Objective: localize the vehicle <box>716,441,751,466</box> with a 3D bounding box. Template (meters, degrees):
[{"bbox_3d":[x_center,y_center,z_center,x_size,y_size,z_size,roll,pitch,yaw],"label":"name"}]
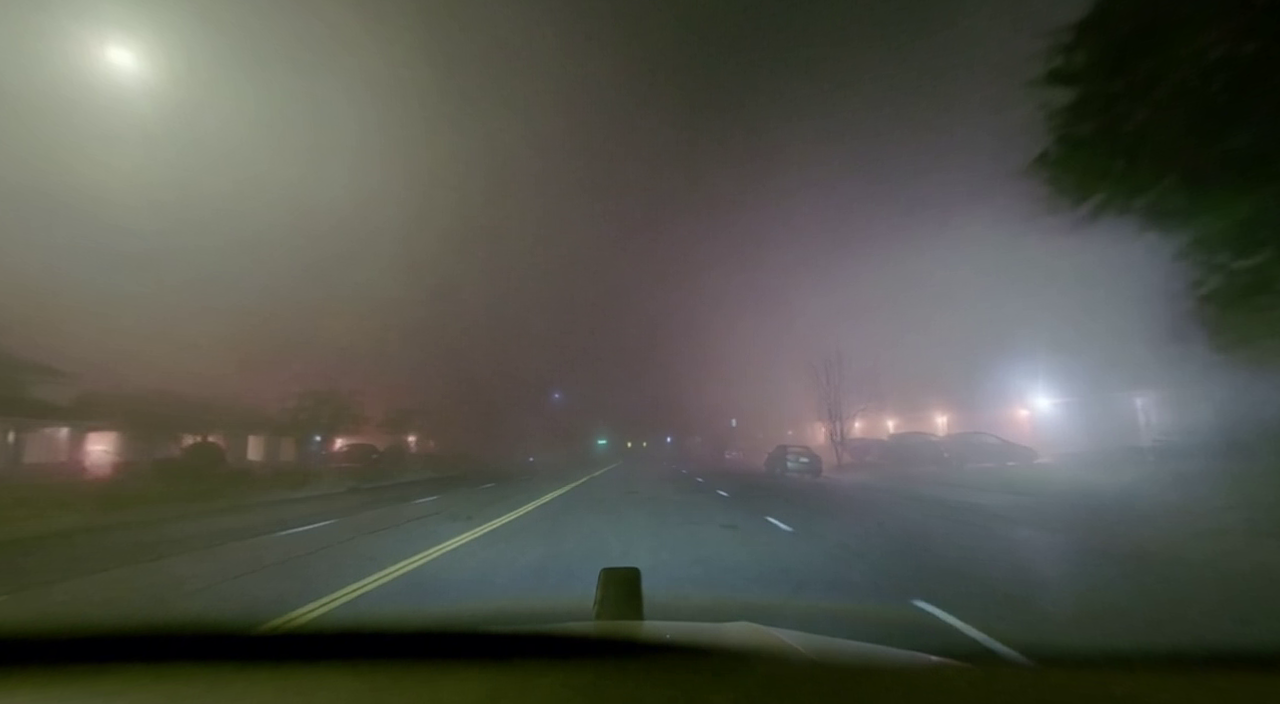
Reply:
[{"bbox_3d":[6.918,7.575,47.244,1.996,1.745,4.556,-1,-8,2],"label":"vehicle"}]

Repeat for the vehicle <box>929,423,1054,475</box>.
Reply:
[{"bbox_3d":[13.358,3.759,24.443,1.978,1.738,4.734,-2,-9,-1],"label":"vehicle"}]

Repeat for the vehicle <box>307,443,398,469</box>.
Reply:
[{"bbox_3d":[-21.128,7.660,46.563,5.659,1.769,2.073,0,-8,-2],"label":"vehicle"}]

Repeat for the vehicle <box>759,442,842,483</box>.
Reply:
[{"bbox_3d":[6.524,4.537,26.337,2.042,1.511,5.029,0,-8,-2],"label":"vehicle"}]
